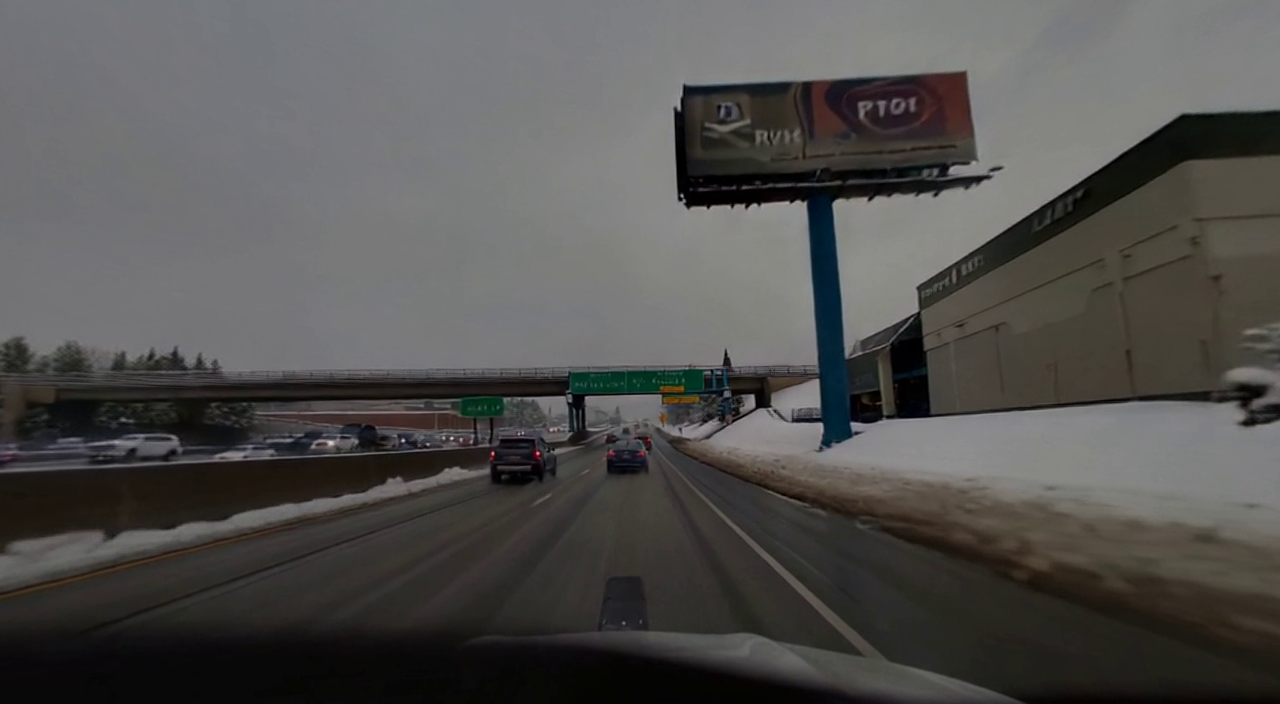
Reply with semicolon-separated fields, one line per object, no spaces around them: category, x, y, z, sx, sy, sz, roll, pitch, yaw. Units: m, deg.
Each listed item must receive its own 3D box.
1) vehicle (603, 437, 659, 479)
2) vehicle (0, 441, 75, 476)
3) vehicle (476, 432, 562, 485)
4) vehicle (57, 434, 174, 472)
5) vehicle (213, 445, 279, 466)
vehicle;-0.318;3.878;23.294;1.877;1.386;3.872;0;-8;0
vehicle;-32.022;5.455;32.508;2.033;1.678;4.024;0;-8;-1
vehicle;-3.930;3.547;21.257;2.064;1.589;4.213;0;-8;0
vehicle;-28.795;5.561;34.903;2.092;1.931;5.045;0;-8;1
vehicle;-29.600;7.779;47.512;1.817;1.460;4.548;-1;-8;4
